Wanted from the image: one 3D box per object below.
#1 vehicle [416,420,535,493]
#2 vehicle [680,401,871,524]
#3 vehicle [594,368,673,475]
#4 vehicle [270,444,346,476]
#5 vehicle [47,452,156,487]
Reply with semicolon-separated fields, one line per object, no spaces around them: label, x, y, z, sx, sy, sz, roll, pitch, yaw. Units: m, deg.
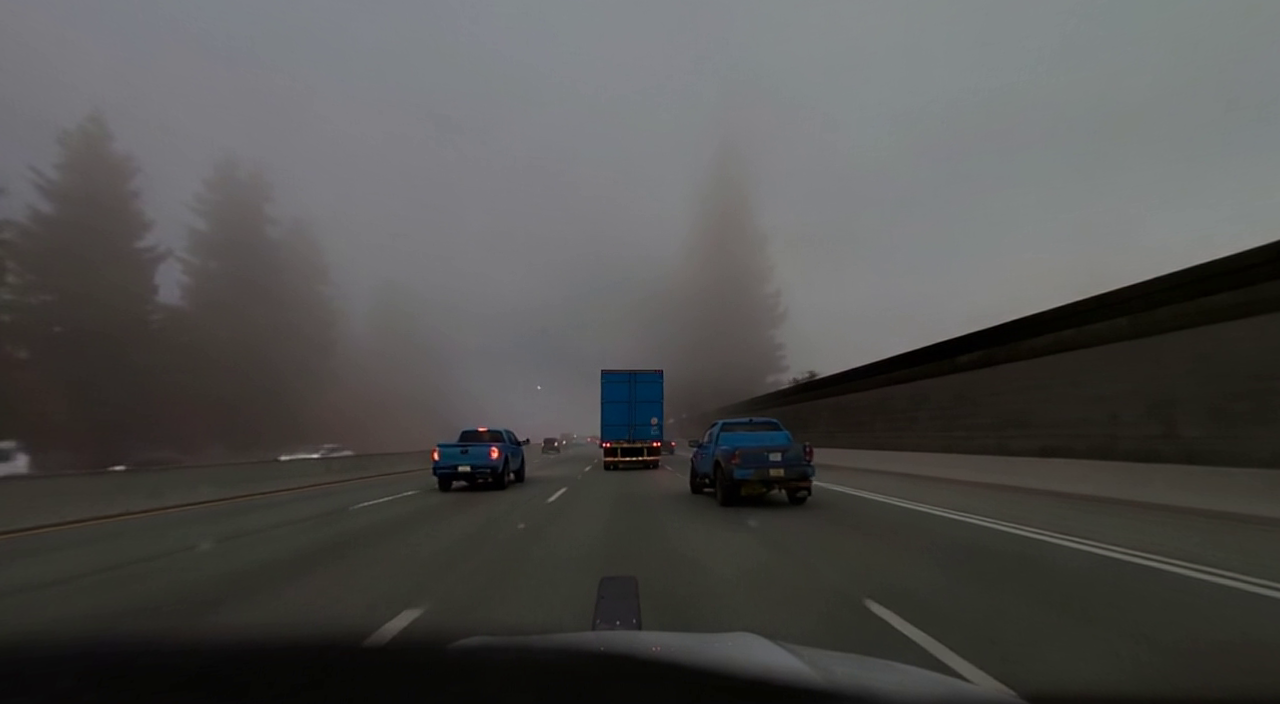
vehicle;-4.343;2.833;17.437;2.134;1.752;4.375;0;-8;0
vehicle;2.216;1.992;11.965;2.118;1.832;4.901;1;-8;-5
vehicle;-0.566;3.264;28.452;2.904;3.915;10.473;0;-8;-4
vehicle;-16.665;5.422;31.795;1.791;1.467;3.923;0;-8;-2
vehicle;-28.092;6.132;33.015;1.863;1.577;4.445;0;-8;-1
